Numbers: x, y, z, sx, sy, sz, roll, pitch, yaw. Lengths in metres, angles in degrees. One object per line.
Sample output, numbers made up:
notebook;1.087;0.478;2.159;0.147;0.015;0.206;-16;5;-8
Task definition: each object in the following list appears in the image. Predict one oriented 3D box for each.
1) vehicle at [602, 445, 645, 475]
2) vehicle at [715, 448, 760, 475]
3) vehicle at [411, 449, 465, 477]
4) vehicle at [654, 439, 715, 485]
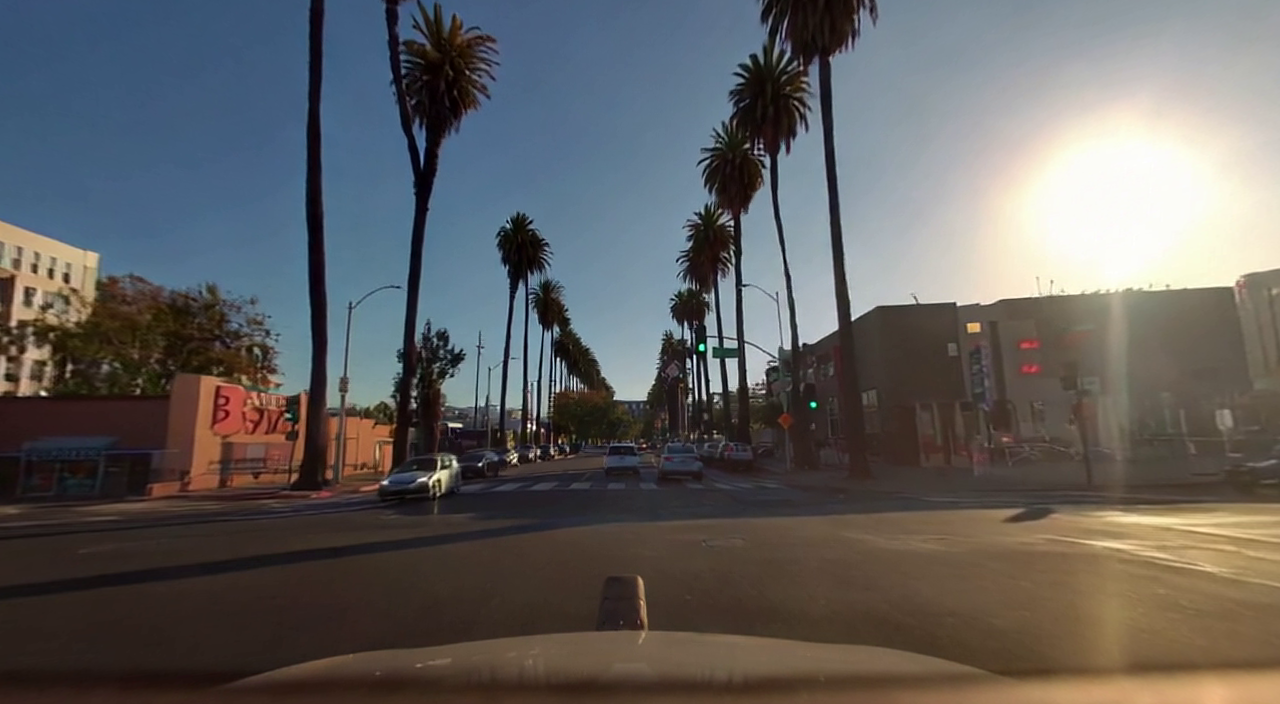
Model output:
vehicle;-0.875;5.556;32.734;2.088;1.452;3.993;0;-8;-2
vehicle;5.658;6.414;37.295;1.860;1.479;4.676;0;-8;-1
vehicle;-13.586;7.456;42.799;2.084;1.747;4.481;0;-8;1
vehicle;1.733;4.500;26.176;2.003;1.702;4.288;0;-8;-3
